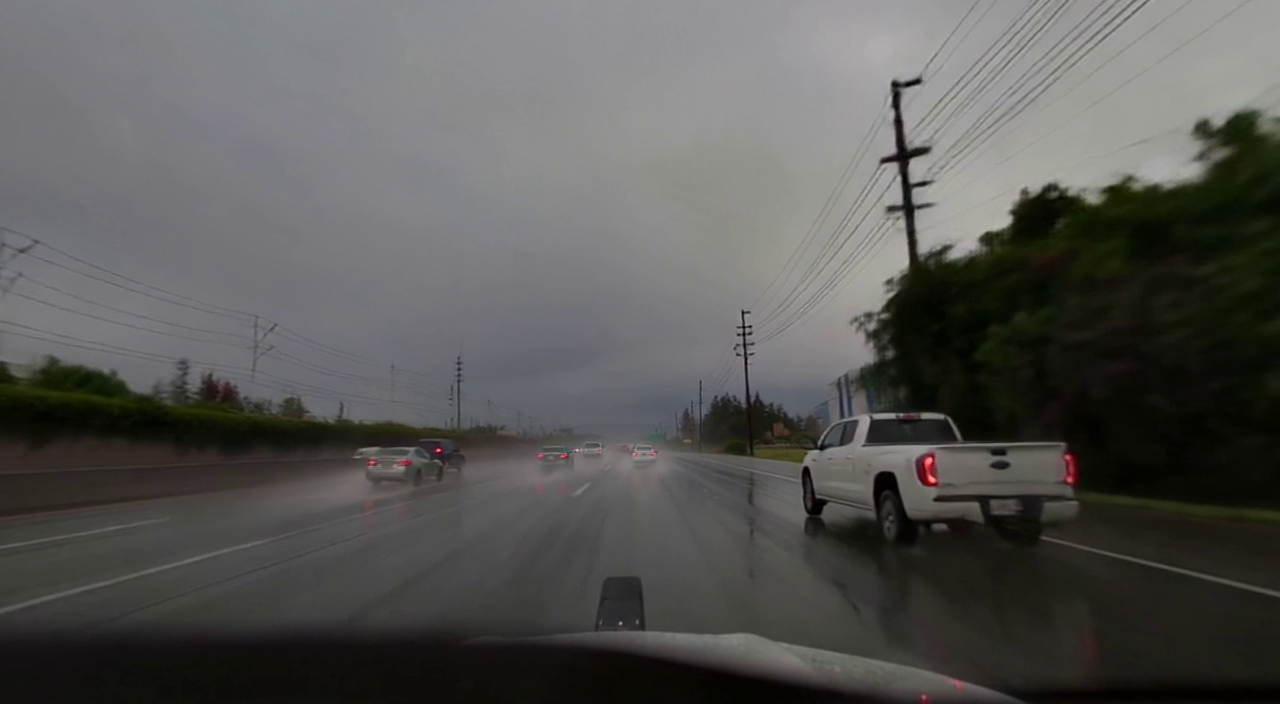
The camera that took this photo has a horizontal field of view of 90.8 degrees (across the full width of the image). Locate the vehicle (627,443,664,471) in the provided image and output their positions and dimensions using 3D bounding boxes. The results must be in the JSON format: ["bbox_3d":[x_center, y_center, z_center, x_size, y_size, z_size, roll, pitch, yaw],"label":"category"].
[{"bbox_3d":[0.296,5.994,36.216,2.030,1.471,4.115,0,-8,0],"label":"vehicle"}]

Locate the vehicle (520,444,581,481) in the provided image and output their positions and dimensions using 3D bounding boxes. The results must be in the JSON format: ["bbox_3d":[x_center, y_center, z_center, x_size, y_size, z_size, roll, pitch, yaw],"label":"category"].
[{"bbox_3d":[-3.713,4.665,26.930,1.938,1.444,4.206,0,-8,0],"label":"vehicle"}]

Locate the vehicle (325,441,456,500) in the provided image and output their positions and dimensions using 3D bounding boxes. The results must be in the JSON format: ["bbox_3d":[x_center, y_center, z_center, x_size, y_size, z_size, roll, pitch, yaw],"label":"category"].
[{"bbox_3d":[-7.166,3.432,18.799,1.959,1.496,4.740,0,-8,0],"label":"vehicle"}]

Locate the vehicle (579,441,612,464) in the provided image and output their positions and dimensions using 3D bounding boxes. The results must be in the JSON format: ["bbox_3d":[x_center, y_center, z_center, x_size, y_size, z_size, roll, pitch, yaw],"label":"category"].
[{"bbox_3d":[-3.444,7.864,49.568,2.244,1.752,4.439,0,-8,0],"label":"vehicle"}]

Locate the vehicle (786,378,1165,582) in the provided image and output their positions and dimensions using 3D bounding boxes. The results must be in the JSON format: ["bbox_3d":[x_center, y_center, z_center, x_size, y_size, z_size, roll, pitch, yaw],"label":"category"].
[{"bbox_3d":[3.779,1.583,8.599,2.231,1.919,5.086,0,-8,-1],"label":"vehicle"}]
